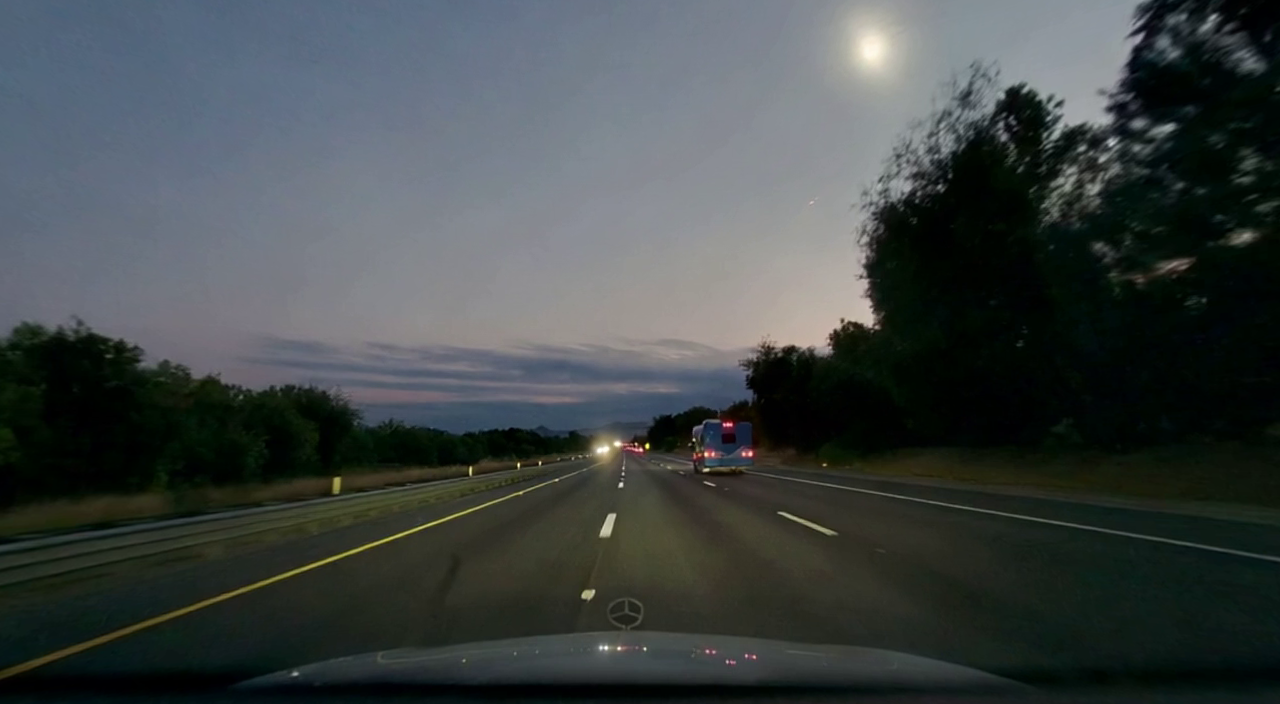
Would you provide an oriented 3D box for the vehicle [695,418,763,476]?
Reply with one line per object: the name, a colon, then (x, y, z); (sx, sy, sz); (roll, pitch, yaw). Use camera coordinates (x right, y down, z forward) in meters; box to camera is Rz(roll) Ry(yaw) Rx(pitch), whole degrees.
vehicle: (4.625, 5.130, 33.955); (2.556, 2.763, 6.287); (0, -9, -2)
